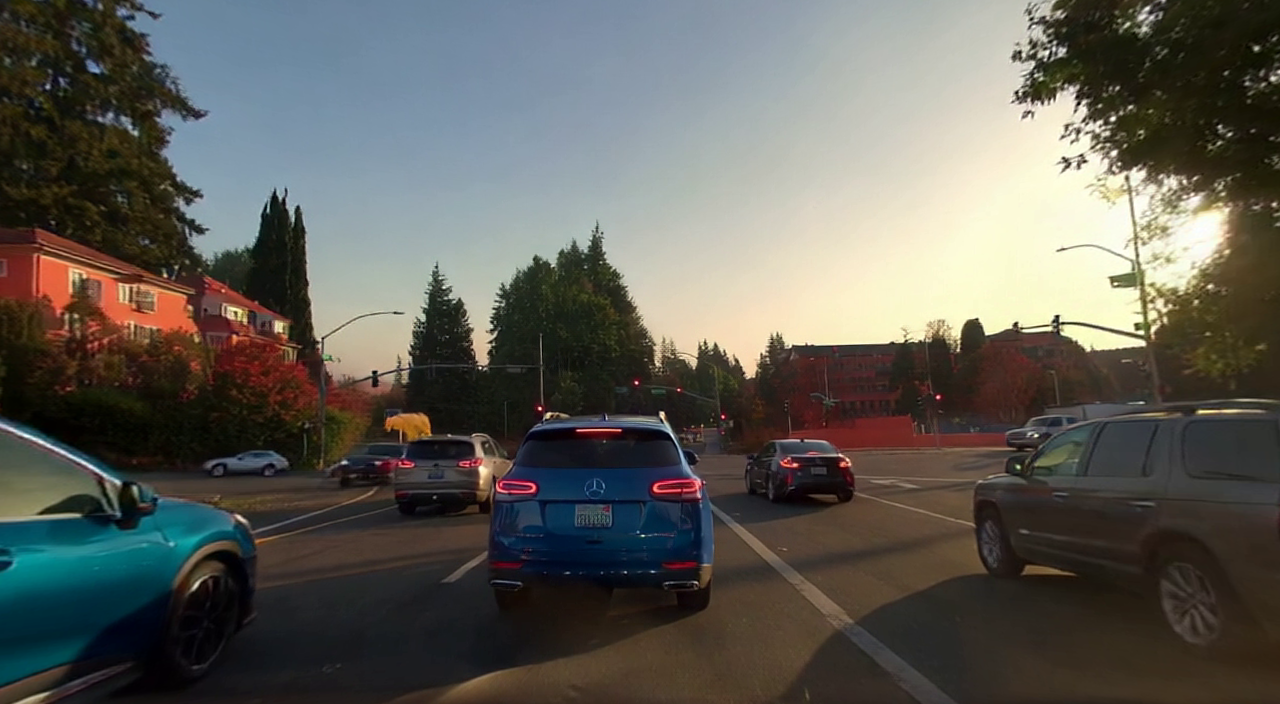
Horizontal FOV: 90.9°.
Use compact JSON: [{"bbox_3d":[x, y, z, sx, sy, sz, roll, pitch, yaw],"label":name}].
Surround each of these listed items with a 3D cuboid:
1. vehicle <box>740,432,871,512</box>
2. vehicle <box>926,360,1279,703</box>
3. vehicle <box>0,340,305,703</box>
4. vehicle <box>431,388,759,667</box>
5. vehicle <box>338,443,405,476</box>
[{"bbox_3d":[3.586,2.662,14.466,1.847,1.554,3.885,0,-8,-2],"label":"vehicle"},{"bbox_3d":[4.196,1.220,4.996,2.014,1.740,4.515,-1,-8,4],"label":"vehicle"},{"bbox_3d":[-3.467,0.803,2.220,2.047,1.741,4.470,0,-8,1],"label":"vehicle"},{"bbox_3d":[-0.193,1.378,6.018,2.022,1.700,4.084,0,-8,3],"label":"vehicle"},{"bbox_3d":[-15.362,6.134,36.282,1.949,1.744,4.109,0,-8,1],"label":"vehicle"}]
